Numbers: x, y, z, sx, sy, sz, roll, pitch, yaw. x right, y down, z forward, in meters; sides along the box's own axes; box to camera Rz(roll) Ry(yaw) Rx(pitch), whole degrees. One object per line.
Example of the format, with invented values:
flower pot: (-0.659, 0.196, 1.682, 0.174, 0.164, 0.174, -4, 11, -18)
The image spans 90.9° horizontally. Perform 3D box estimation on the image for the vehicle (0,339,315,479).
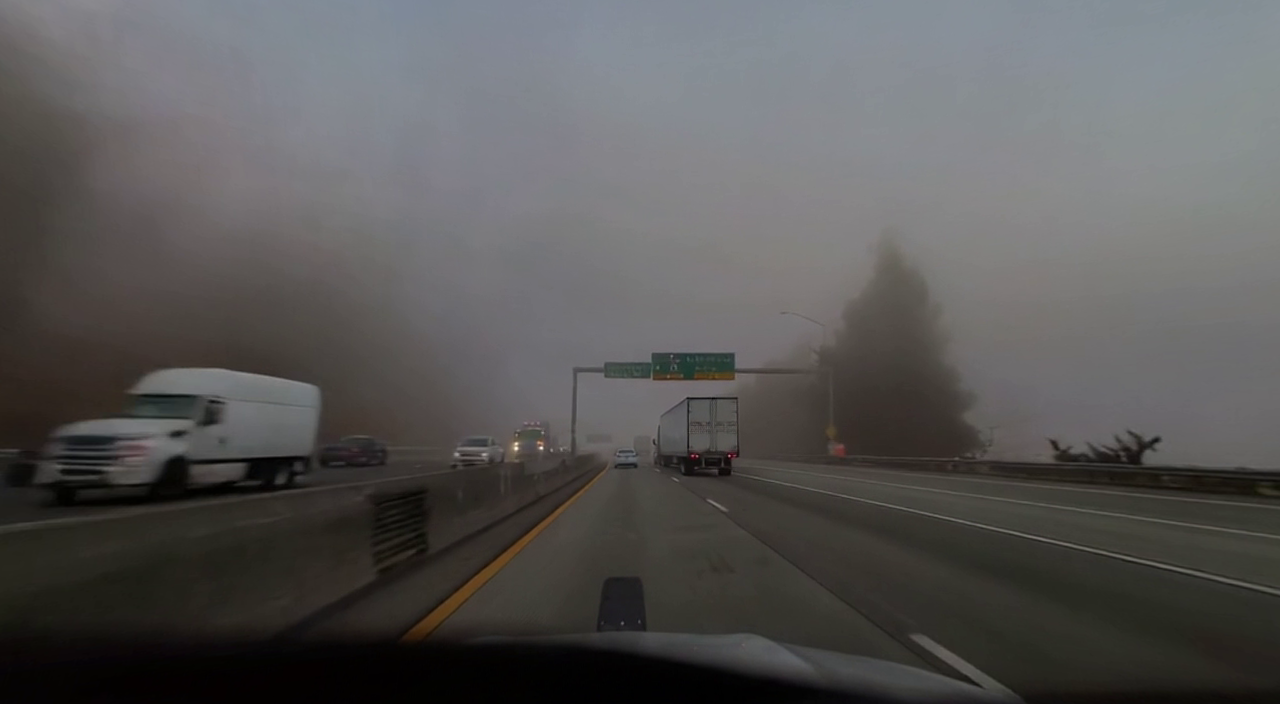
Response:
vehicle: (-7.776, 1.065, 10.558, 2.073, 1.806, 4.773, 0, -8, 0)

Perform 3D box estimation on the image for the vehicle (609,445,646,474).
vehicle: (-0.754, 6.452, 38.044, 2.111, 1.599, 3.859, 0, -9, -1)

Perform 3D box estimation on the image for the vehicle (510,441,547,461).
vehicle: (-8.510, 7.599, 48.457, 2.139, 1.476, 4.214, 0, -9, -1)

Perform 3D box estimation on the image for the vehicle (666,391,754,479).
vehicle: (3.481, 4.788, 35.434, 2.931, 4.009, 12.800, 0, -9, -2)

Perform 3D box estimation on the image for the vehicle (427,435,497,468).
vehicle: (-8.503, 4.825, 30.523, 2.013, 1.451, 4.635, 0, -9, 0)

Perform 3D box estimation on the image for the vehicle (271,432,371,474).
vehicle: (-12.023, 3.846, 24.045, 1.902, 1.450, 3.714, 0, -9, -1)
